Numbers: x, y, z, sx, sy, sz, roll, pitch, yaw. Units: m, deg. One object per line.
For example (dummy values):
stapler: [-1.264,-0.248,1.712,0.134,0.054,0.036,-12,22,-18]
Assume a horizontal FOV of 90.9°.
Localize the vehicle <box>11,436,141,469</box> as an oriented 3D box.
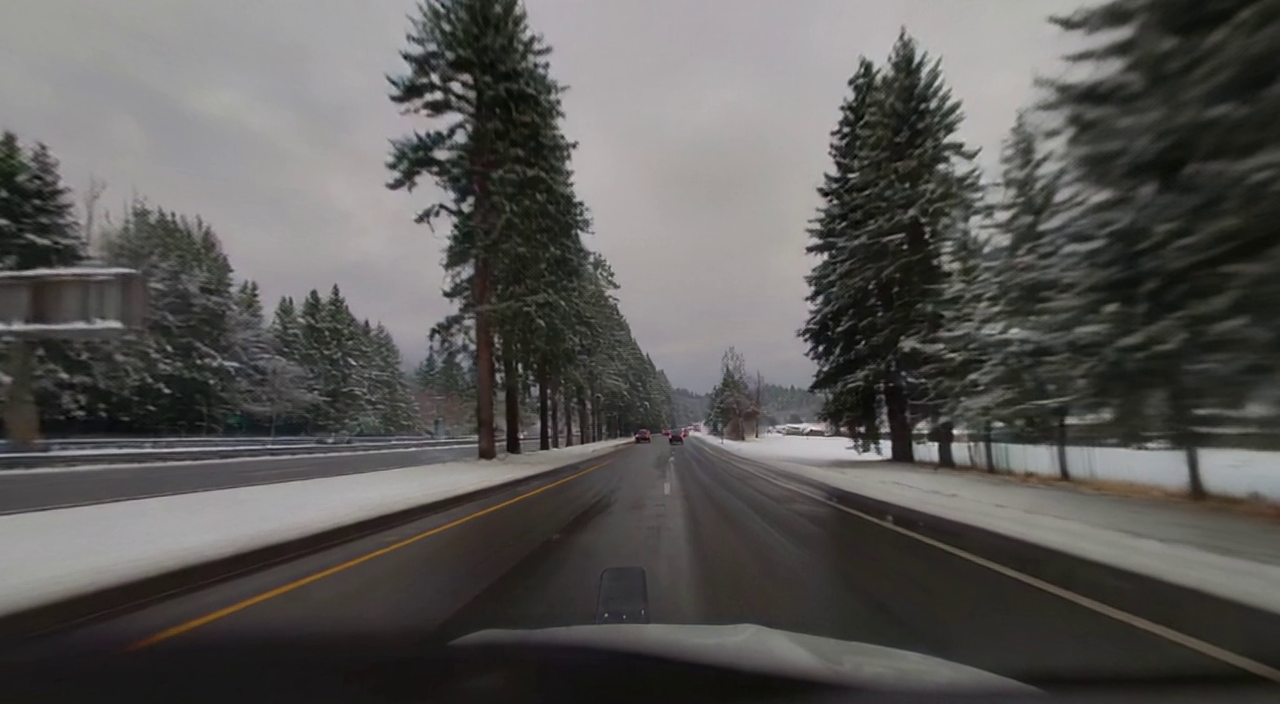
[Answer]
vehicle: [-27.589,4.929,31.089,1.833,1.472,4.655,-1,-8,6]
